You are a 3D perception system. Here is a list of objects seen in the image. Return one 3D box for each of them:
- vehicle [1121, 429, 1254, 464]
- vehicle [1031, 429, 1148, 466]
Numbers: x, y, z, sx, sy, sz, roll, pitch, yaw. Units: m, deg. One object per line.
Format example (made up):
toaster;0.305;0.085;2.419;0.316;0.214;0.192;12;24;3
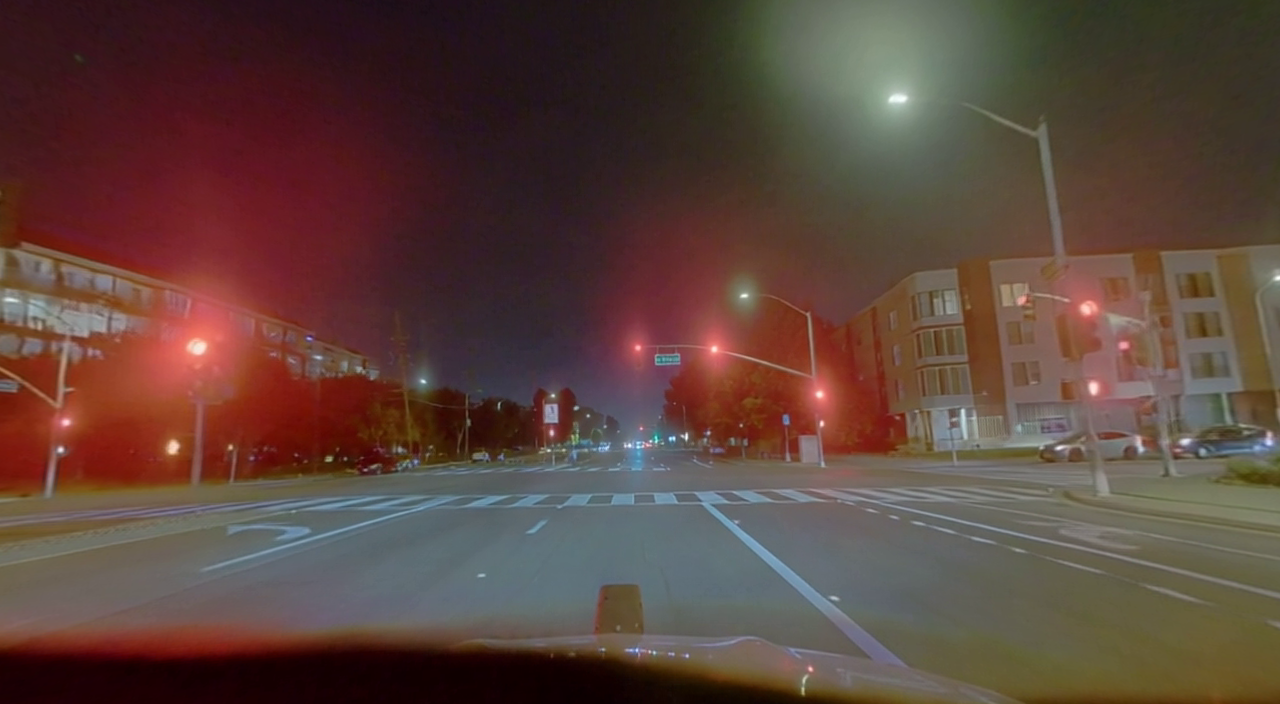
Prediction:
vehicle;27.321;4.727;31.621;4.910;1.644;2.032;0;-9;-4
vehicle;22.091;4.692;31.144;4.323;1.746;1.872;0;-9;-3
